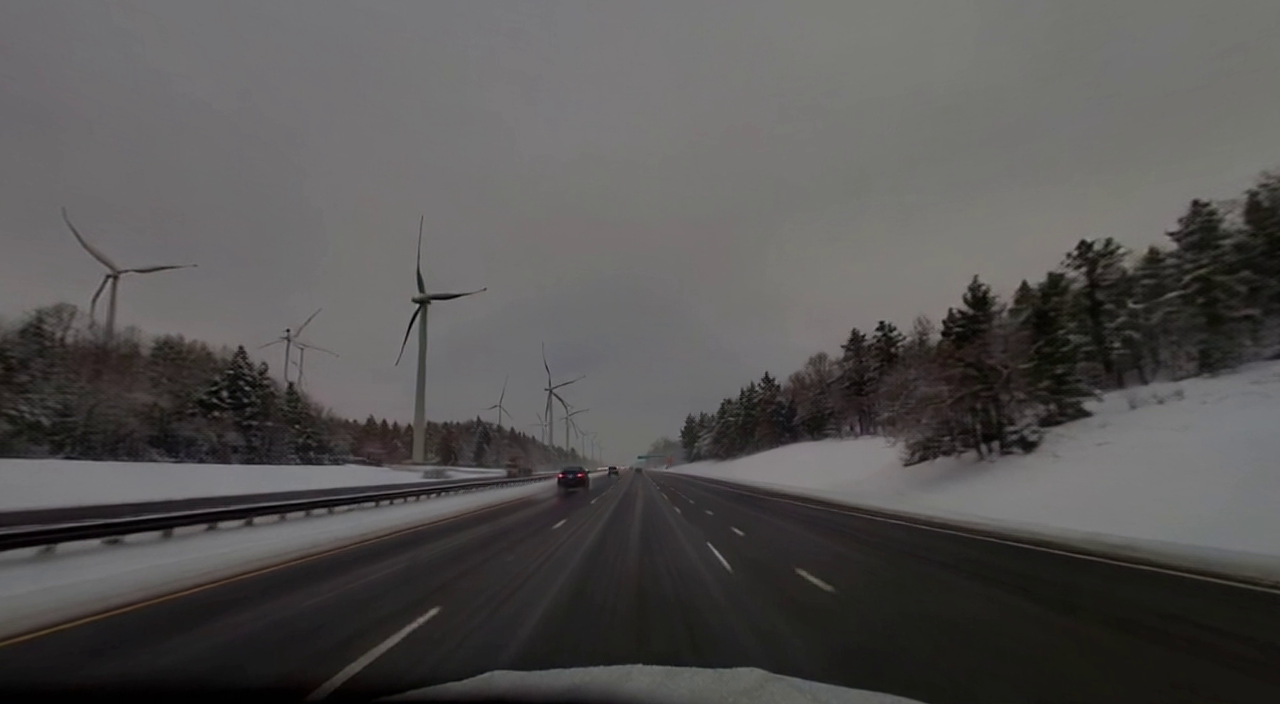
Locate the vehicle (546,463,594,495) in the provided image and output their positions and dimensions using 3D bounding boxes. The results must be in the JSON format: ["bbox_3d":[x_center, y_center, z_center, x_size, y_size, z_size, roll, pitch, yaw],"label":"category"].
[{"bbox_3d":[-3.557,6.557,32.605,2.001,1.486,4.104,1,-10,0],"label":"vehicle"}]
